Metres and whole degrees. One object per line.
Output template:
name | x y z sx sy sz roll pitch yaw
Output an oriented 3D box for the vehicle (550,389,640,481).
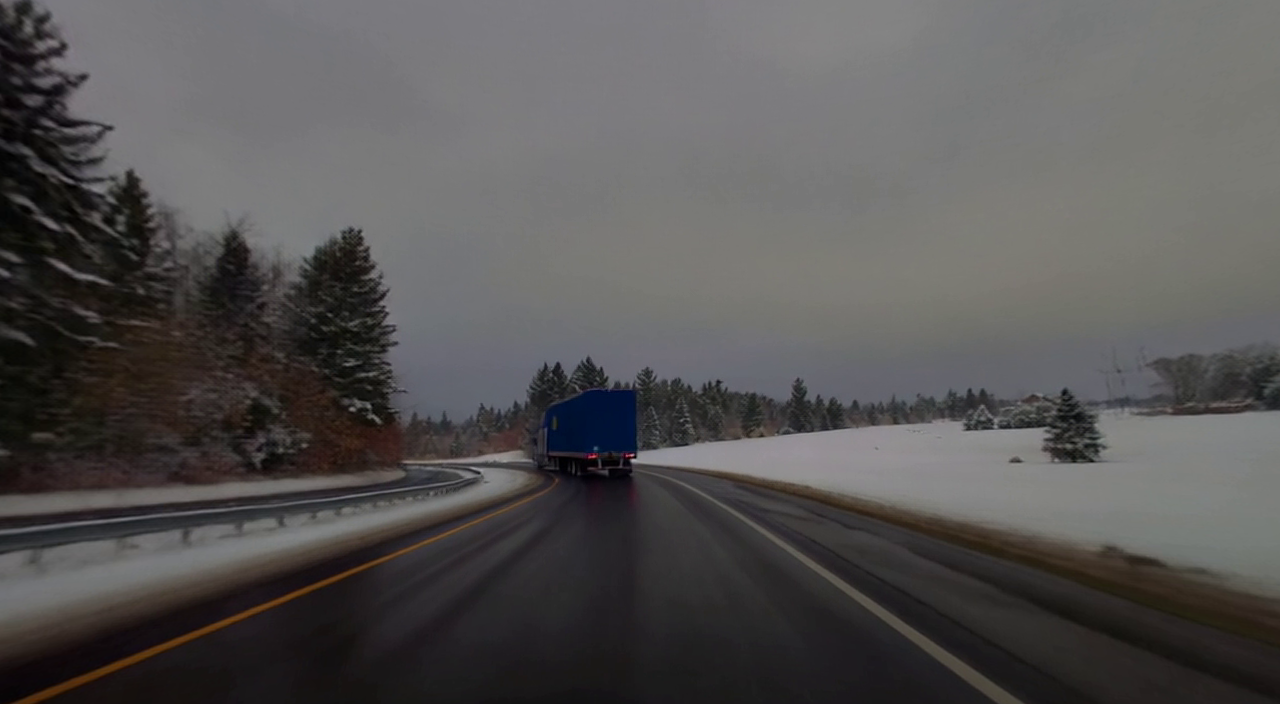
vehicle | -3.032 4.727 35.792 3.087 4.178 13.682 1 -8 -12
